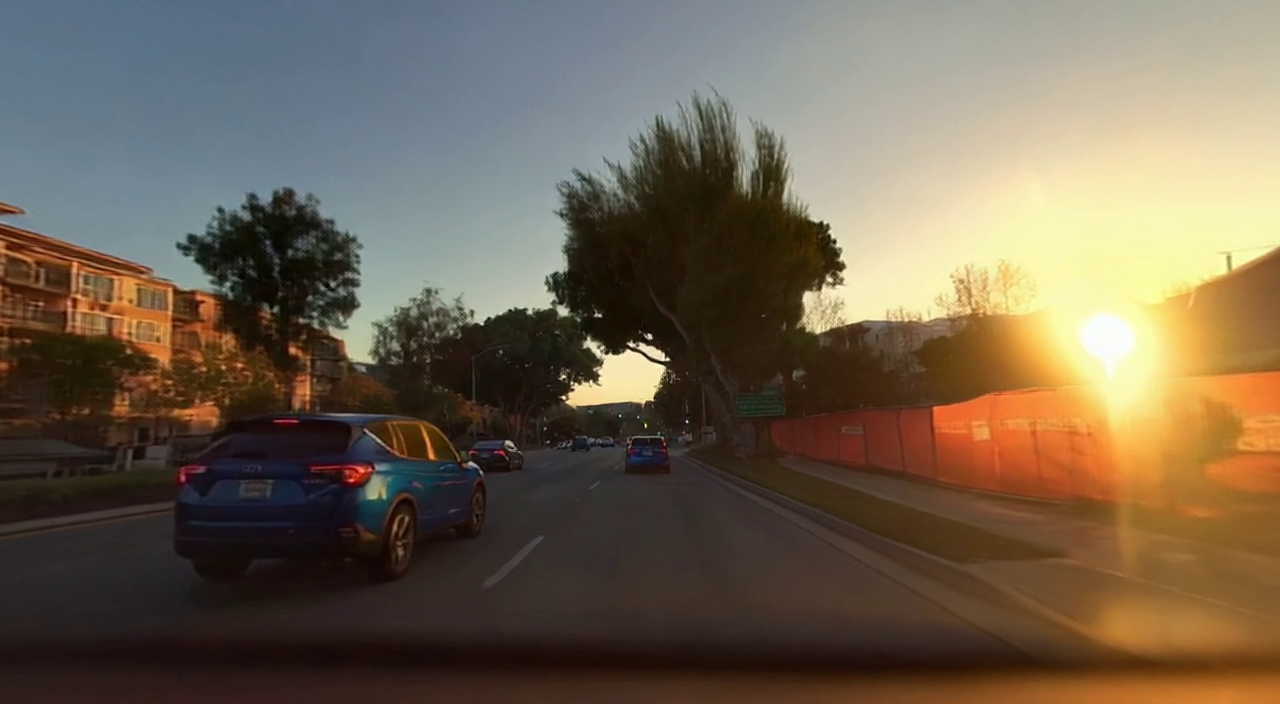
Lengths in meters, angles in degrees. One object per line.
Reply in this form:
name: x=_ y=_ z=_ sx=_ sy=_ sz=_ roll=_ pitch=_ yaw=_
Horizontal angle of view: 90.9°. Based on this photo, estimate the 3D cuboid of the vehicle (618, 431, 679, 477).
vehicle: x=0.293 y=4.000 z=24.940 sx=2.227 sy=1.654 sz=4.091 roll=0 pitch=-8 yaw=0

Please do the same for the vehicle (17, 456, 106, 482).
vehicle: x=-42.779 y=8.666 z=46.677 sx=4.731 sy=1.594 sz=1.825 roll=-1 pitch=-6 yaw=-2

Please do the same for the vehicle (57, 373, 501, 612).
vehicle: x=-3.343 y=1.442 z=7.415 sx=2.157 sy=1.824 sz=4.986 roll=0 pitch=-8 yaw=2
